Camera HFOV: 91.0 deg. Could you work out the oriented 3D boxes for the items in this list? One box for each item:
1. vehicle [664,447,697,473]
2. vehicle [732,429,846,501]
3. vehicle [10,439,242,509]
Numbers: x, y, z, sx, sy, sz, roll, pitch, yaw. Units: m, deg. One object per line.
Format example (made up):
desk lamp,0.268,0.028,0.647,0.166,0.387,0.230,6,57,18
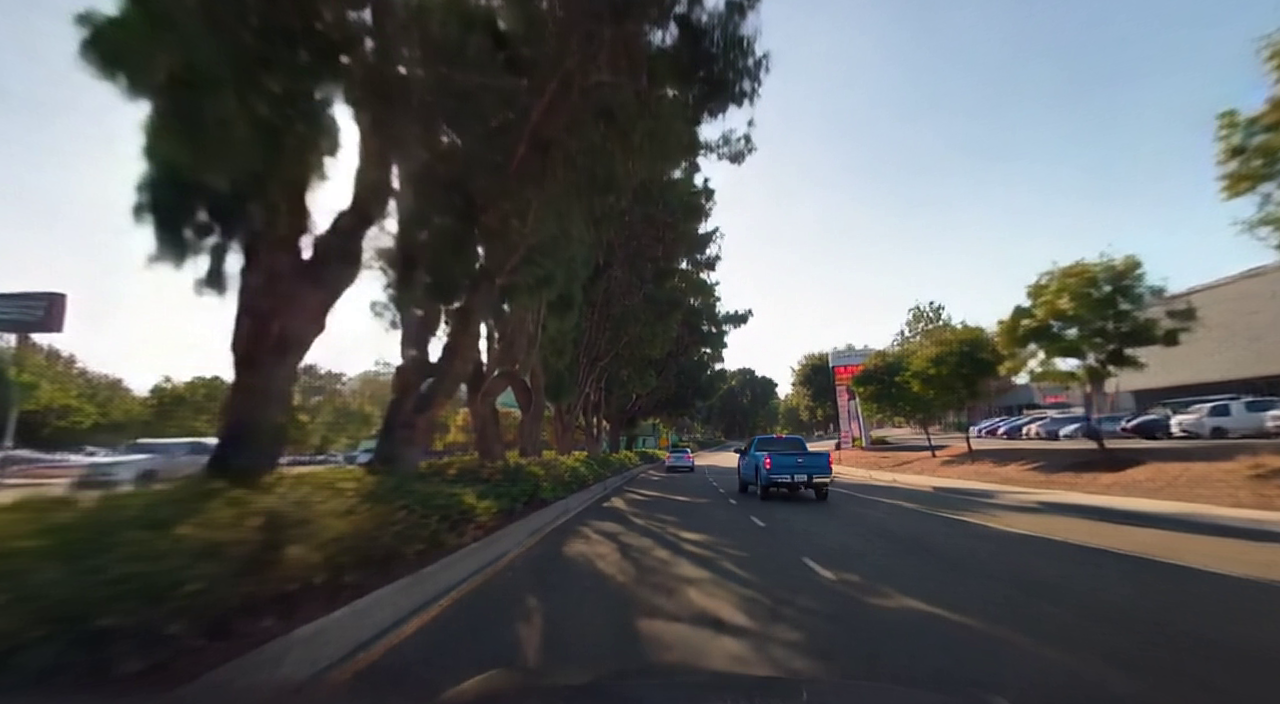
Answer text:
vehicle,2.604,6.804,39.877,1.968,1.521,4.262,-1,-9,4
vehicle,4.461,3.514,19.973,2.367,1.919,5.651,0,-9,2
vehicle,-13.102,3.126,16.574,2.008,1.553,4.642,0,-9,3
